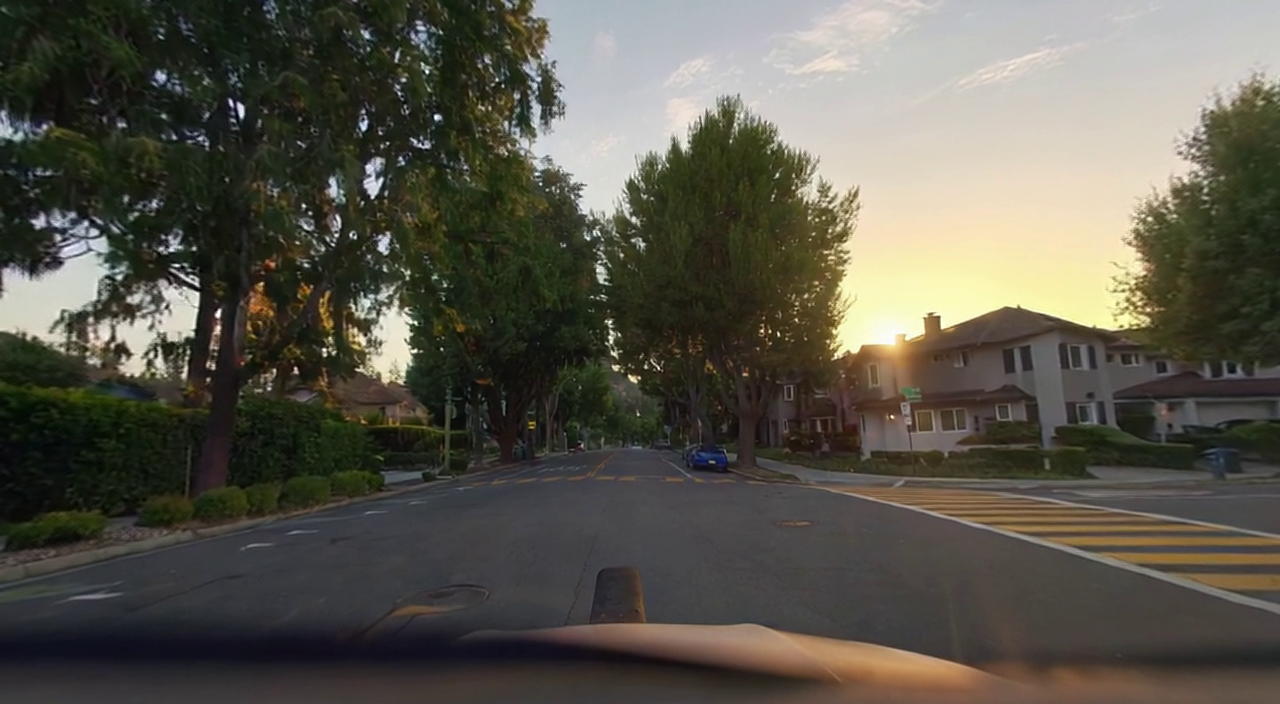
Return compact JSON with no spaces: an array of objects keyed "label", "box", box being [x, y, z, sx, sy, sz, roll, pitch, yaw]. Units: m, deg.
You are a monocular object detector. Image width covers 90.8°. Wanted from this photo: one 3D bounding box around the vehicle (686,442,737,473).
[{"label":"vehicle","box":[3.605,5.413,32.694,1.961,1.472,4.434,0,-9,-2]}]
